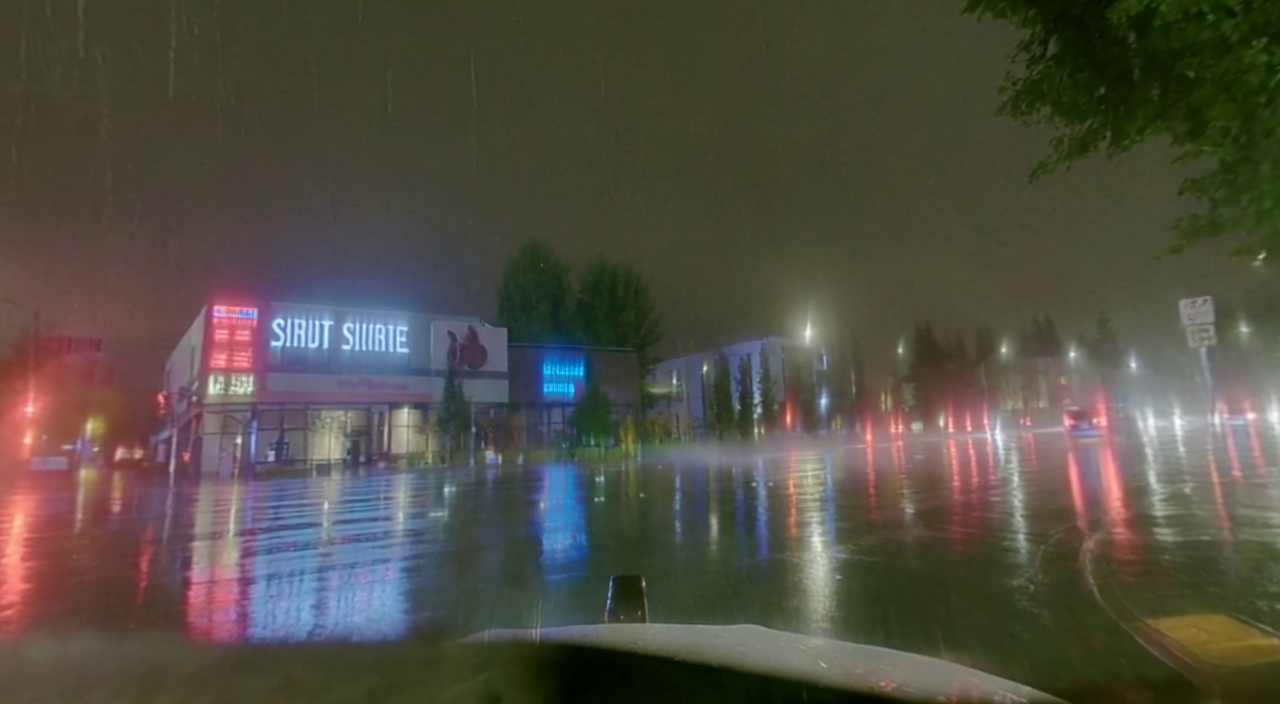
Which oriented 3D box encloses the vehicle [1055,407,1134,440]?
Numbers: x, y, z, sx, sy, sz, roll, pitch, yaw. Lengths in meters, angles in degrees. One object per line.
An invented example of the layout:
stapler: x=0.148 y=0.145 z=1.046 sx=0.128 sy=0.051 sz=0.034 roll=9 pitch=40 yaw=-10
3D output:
vehicle: x=27.054 y=4.311 z=37.567 sx=4.689 sy=1.758 sz=2.146 roll=6 pitch=-10 yaw=-34

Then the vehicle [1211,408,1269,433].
vehicle: x=42.330 y=4.854 z=44.554 sx=4.377 sy=1.624 sz=1.953 roll=6 pitch=-10 yaw=-34
